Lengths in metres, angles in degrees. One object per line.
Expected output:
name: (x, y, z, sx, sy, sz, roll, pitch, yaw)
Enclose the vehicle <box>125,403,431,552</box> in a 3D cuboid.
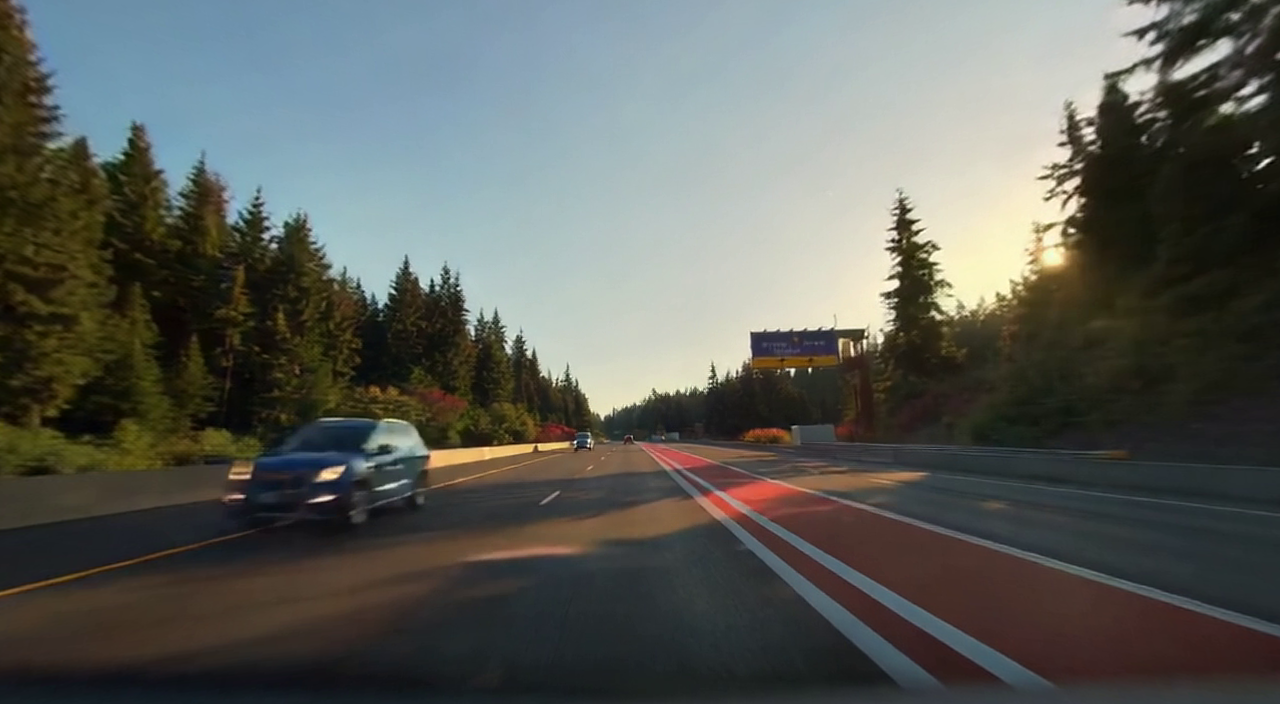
vehicle: (-5.010, 1.784, 9.710, 2.067, 1.721, 4.529, 0, -8, -1)
